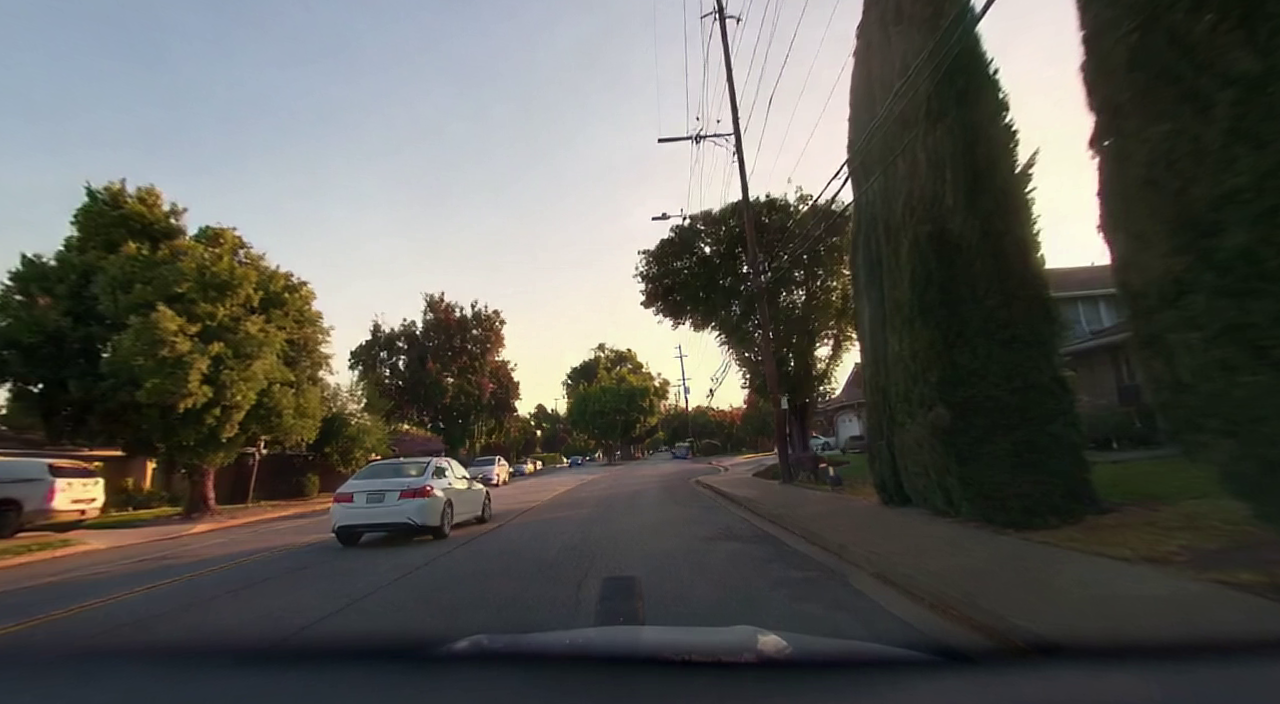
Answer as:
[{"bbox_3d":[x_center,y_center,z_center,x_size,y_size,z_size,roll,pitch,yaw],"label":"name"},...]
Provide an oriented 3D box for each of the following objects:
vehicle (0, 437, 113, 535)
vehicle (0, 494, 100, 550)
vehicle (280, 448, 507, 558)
[{"bbox_3d":[-23.478,4.492,21.404,7.982,3.178,2.531,3,-9,-19],"label":"vehicle"},{"bbox_3d":[-19.941,5.234,19.459,4.472,1.482,2.050,3,-10,-20],"label":"vehicle"},{"bbox_3d":[-3.892,2.439,11.067,2.041,1.471,4.602,-1,-8,1],"label":"vehicle"}]
